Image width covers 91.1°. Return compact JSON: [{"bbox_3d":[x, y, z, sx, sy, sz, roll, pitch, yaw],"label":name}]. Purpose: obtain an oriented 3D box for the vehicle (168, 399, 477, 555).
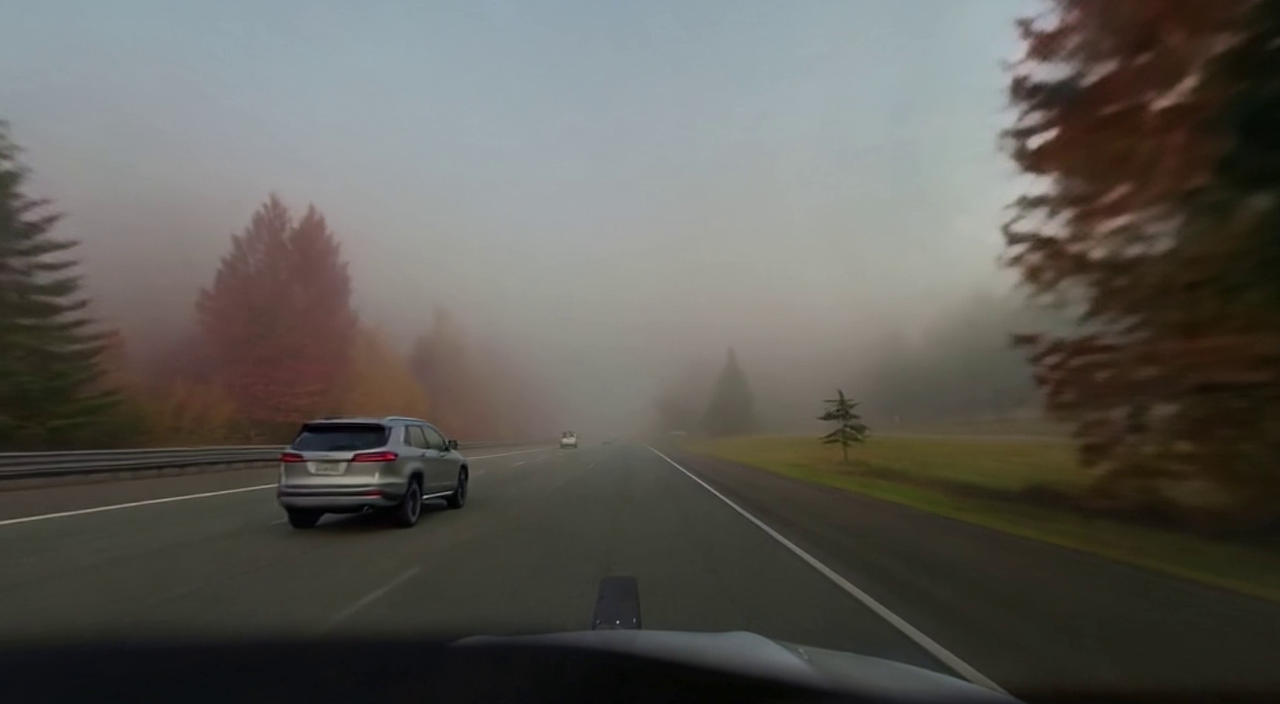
[{"bbox_3d":[-4.008,1.646,9.089,2.057,1.666,4.552,0,-8,1],"label":"vehicle"}]
